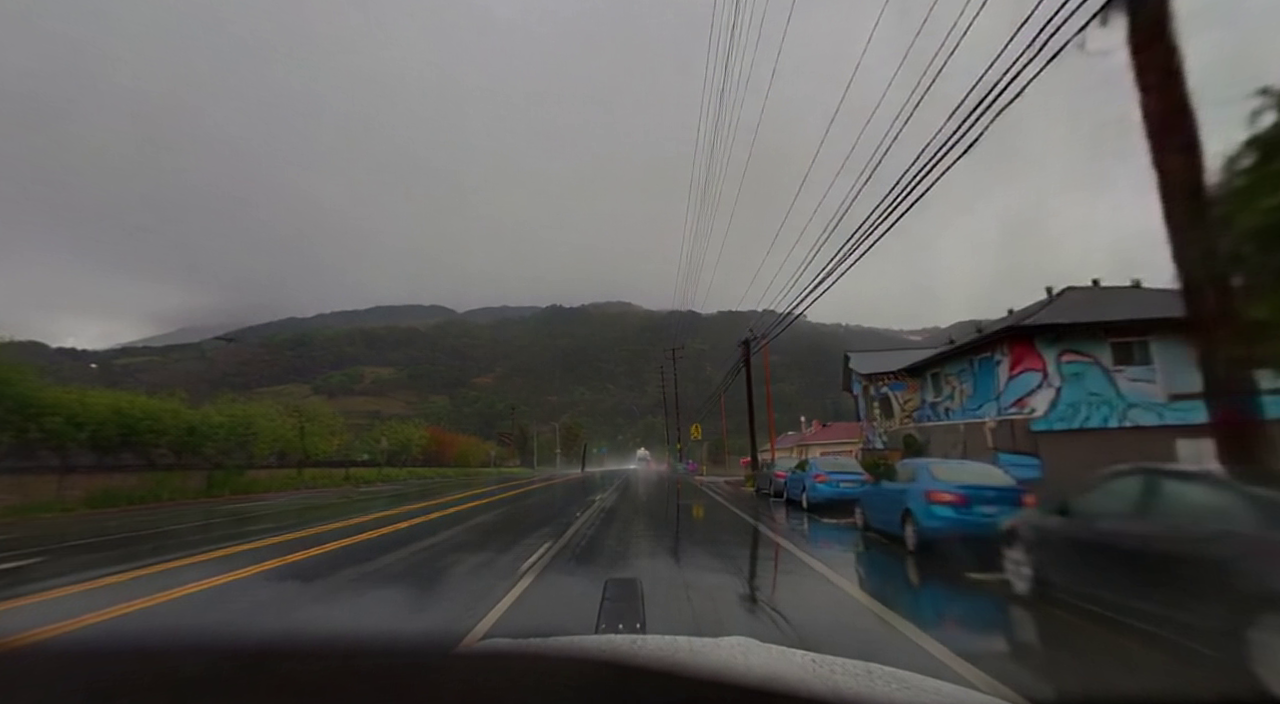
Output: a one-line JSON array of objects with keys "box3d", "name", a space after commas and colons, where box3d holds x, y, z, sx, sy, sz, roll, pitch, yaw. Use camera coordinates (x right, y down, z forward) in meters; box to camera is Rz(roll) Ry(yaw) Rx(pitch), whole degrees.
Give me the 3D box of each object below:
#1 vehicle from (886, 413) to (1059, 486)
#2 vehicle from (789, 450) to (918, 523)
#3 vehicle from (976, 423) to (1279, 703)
[{"box3d": [8.741, 2.647, 17.299, 2.082, 1.678, 5.079, 0, -9, 1], "name": "vehicle"}, {"box3d": [5.742, 3.637, 17.750, 2.056, 1.693, 4.803, 0, -9, 1], "name": "vehicle"}, {"box3d": [5.234, 1.593, 5.326, 2.072, 1.889, 4.468, -5, -11, -2], "name": "vehicle"}]
